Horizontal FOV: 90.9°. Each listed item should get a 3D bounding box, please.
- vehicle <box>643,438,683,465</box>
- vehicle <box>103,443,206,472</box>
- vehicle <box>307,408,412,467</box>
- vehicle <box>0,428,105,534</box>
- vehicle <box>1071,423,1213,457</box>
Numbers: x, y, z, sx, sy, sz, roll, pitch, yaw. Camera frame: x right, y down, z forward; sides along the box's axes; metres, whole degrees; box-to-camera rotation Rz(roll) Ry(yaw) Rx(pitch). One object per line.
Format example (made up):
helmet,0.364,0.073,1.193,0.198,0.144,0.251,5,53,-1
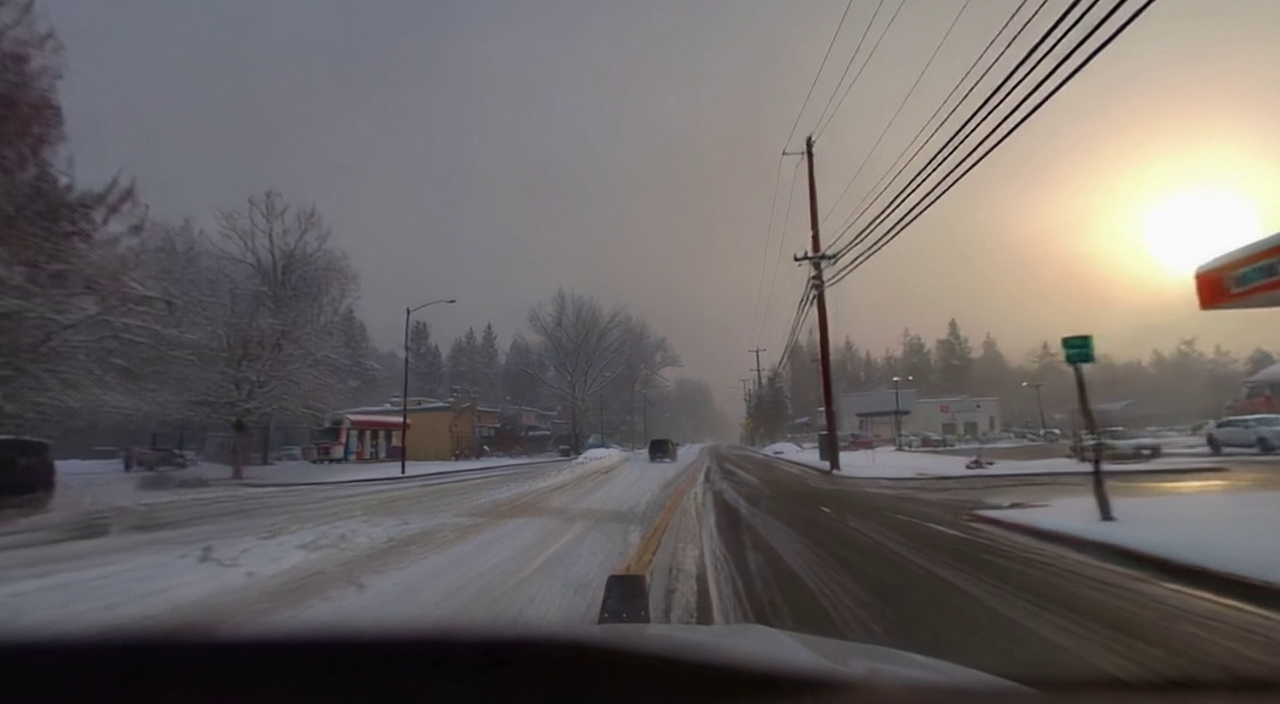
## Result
vehicle,1.445,6.046,38.435,2.073,1.525,3.968,-1,-8,7
vehicle,-34.529,7.505,45.116,2.111,1.883,5.784,-2,-8,10
vehicle,-18.505,5.779,42.286,2.923,3.546,7.640,-1,-8,5
vehicle,-14.852,2.962,15.141,5.575,2.142,1.996,-7,-11,40
vehicle,23.415,4.152,29.711,1.908,1.474,4.885,2,-9,-16
